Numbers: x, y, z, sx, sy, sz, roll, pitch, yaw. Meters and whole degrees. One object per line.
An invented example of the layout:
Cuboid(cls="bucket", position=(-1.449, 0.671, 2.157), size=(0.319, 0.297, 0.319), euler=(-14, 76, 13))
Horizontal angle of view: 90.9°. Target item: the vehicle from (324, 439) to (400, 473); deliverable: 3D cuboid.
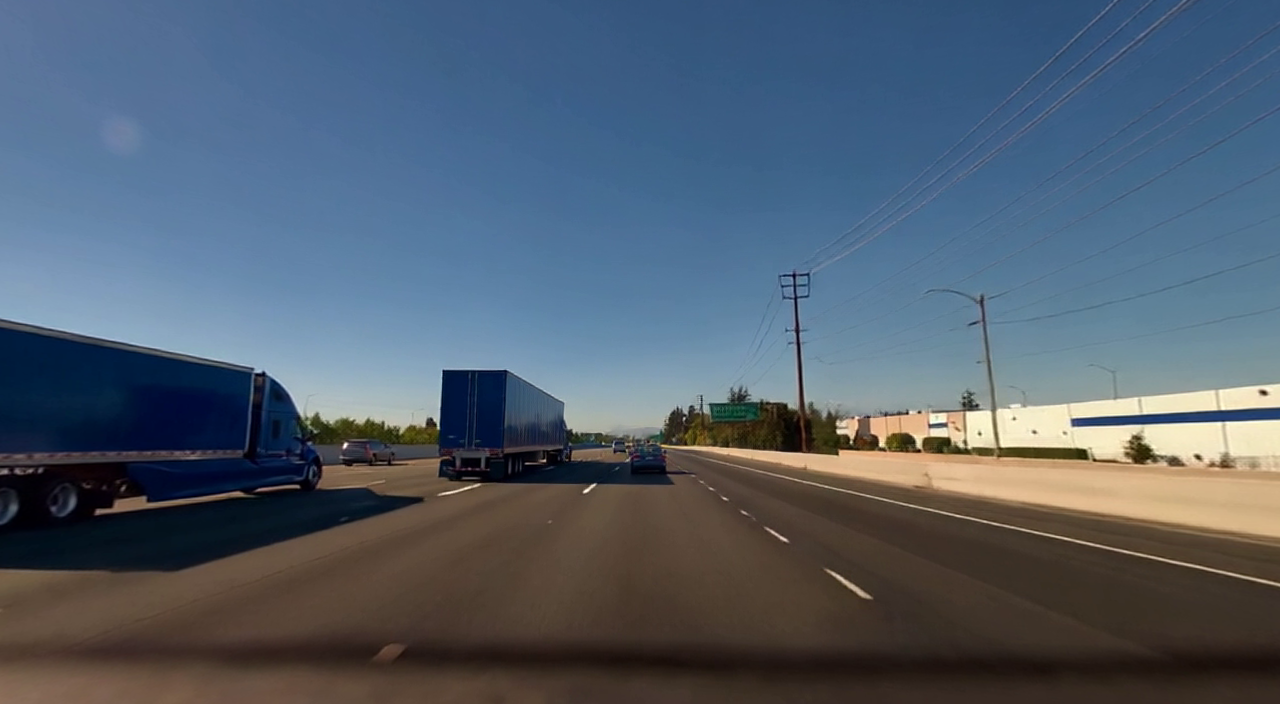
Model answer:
Cuboid(cls="vehicle", position=(-14.644, 5.500, 33.564), size=(1.938, 1.679, 4.469), euler=(0, -9, 1))

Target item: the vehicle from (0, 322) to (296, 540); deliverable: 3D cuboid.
Cuboid(cls="vehicle", position=(-10.688, 1.556, 11.870), size=(2.896, 3.140, 9.491), euler=(0, -8, 1))

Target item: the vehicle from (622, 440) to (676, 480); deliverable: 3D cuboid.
Cuboid(cls="vehicle", position=(0.348, 4.491, 26.541), size=(2.055, 1.514, 4.323), euler=(0, -8, 0))

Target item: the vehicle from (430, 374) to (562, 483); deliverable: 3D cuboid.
Cuboid(cls="vehicle", position=(-6.311, 3.986, 31.276), size=(2.907, 4.081, 15.311), euler=(0, -8, 0))
